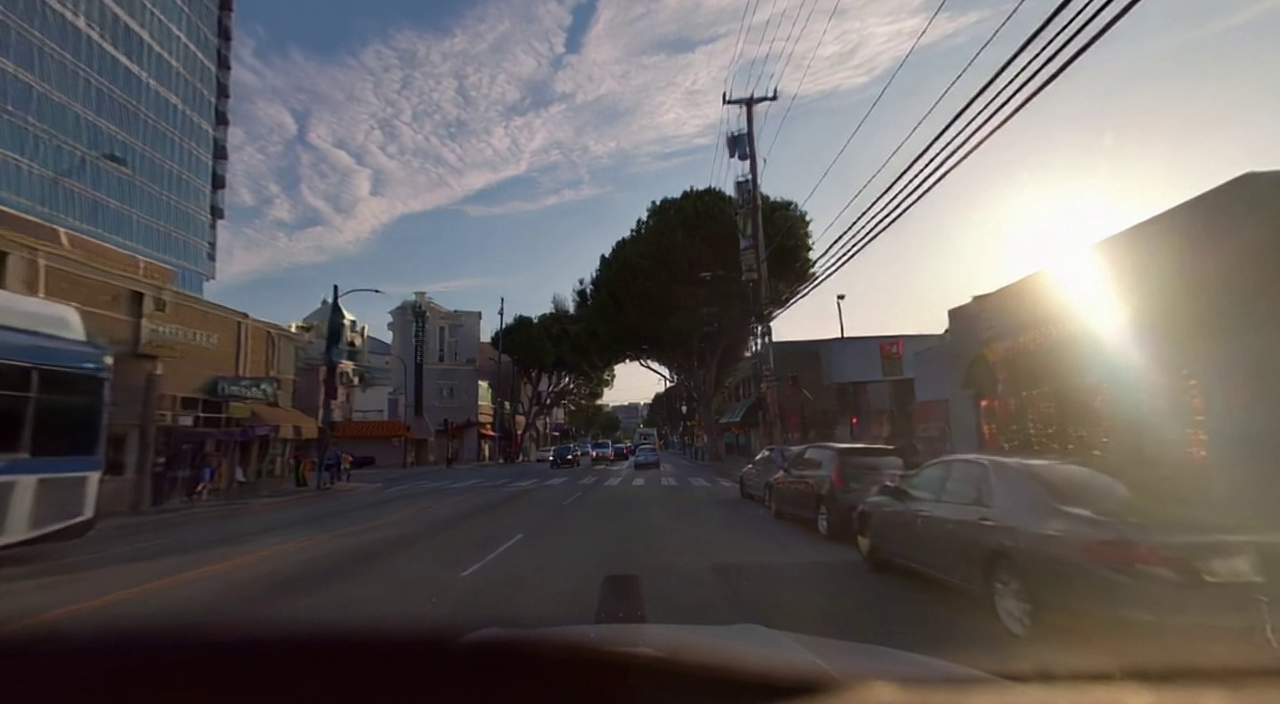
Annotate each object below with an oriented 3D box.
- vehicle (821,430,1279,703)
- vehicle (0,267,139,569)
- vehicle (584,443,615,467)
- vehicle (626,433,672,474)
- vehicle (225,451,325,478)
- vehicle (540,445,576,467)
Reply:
[{"bbox_3d":[3.325,1.517,5.793,2.018,1.474,4.524,0,-8,1],"label":"vehicle"},{"bbox_3d":[-9.391,0.124,3.025,3.022,3.627,13.129,-1,-9,1],"label":"vehicle"},{"bbox_3d":[-2.823,7.326,45.189,2.026,1.616,4.109,1,-8,-1],"label":"vehicle"},{"bbox_3d":[0.484,5.064,31.721,2.127,1.893,4.194,-1,-8,2],"label":"vehicle"},{"bbox_3d":[-20.875,6.460,36.259,4.477,1.439,1.966,-1,-8,2],"label":"vehicle"},{"bbox_3d":[-6.188,7.849,47.977,2.089,1.578,4.571,0,-8,0],"label":"vehicle"}]
